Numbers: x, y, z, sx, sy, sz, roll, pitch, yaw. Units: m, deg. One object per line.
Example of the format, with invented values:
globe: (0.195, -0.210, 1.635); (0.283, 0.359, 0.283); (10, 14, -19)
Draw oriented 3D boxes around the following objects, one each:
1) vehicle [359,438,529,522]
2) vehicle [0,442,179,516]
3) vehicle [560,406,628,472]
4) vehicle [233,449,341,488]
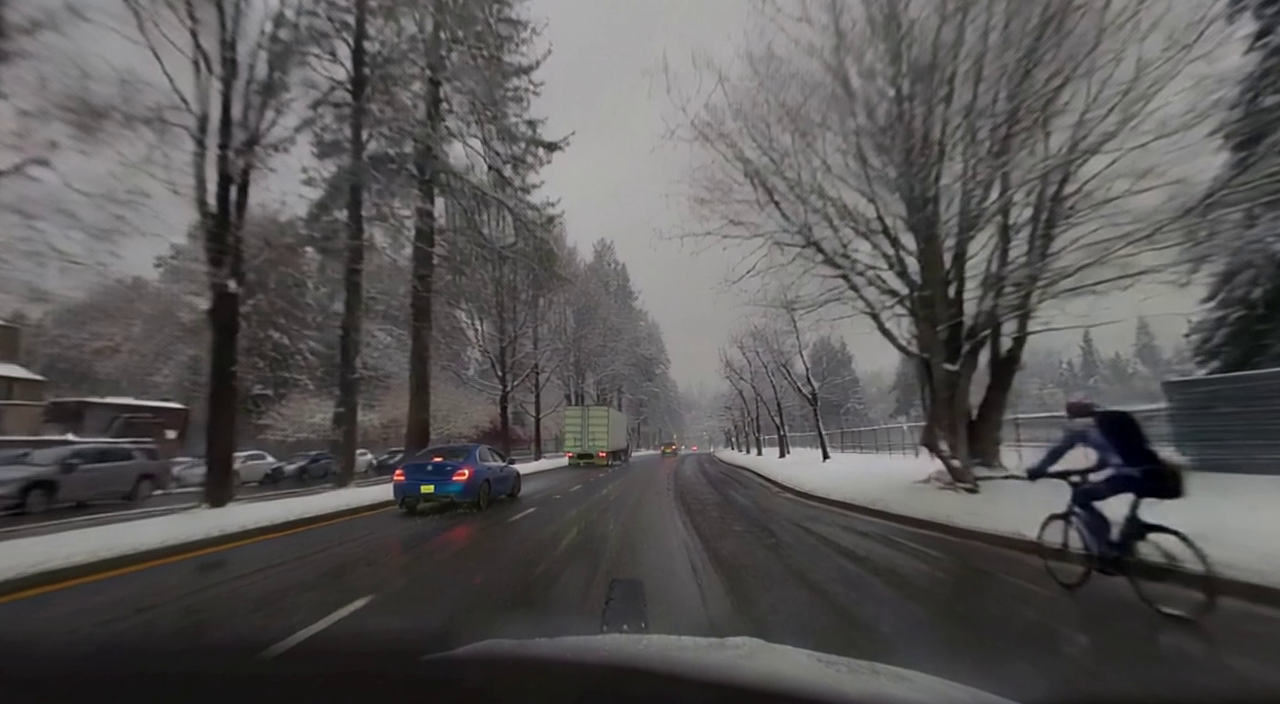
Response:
vehicle: (-3.846, 2.575, 13.306); (2.005, 1.462, 4.345); (-1, -8, 3)
vehicle: (-15.071, 3.279, 16.857); (1.946, 1.688, 4.560); (0, -8, 0)
vehicle: (-2.389, 4.955, 35.768); (2.746, 3.276, 8.572); (-1, -8, 3)
vehicle: (-15.092, 4.967, 27.297); (1.837, 1.464, 4.728); (-1, -8, 2)
